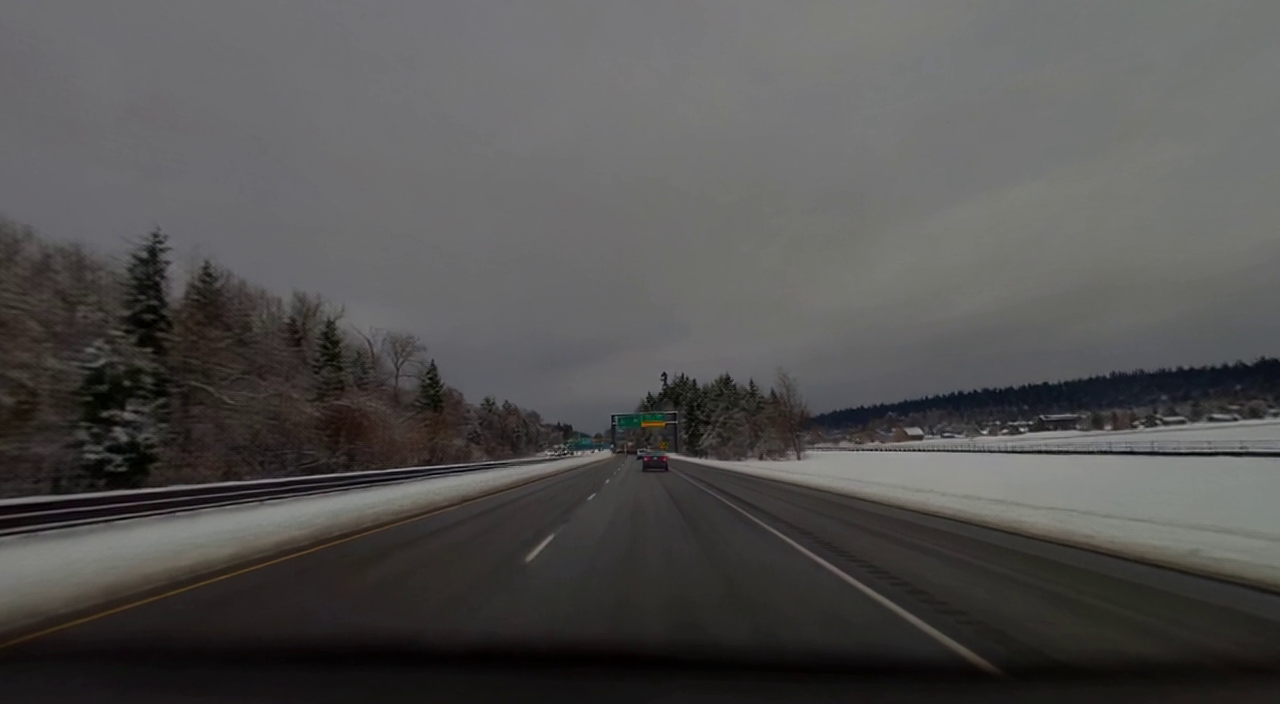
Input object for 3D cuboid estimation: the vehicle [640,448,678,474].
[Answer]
[{"bbox_3d":[1.064,6.377,37.103,2.036,1.457,3.471,0,-9,-1],"label":"vehicle"}]
